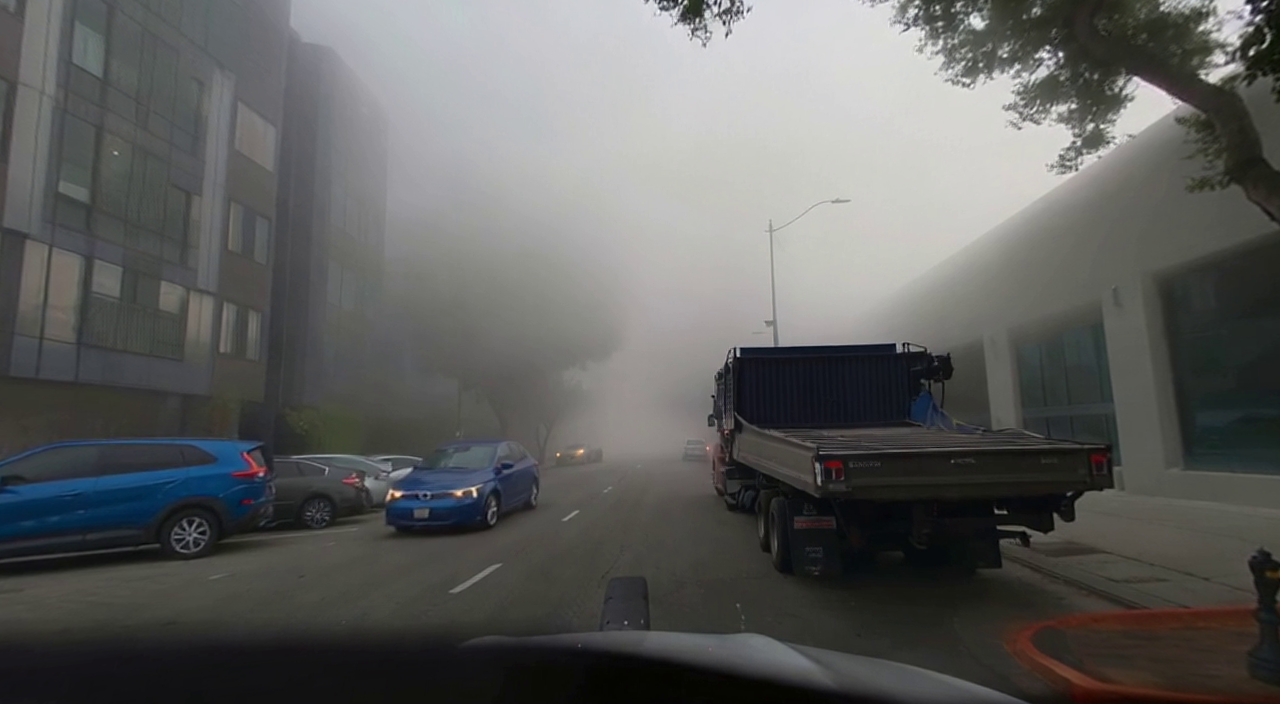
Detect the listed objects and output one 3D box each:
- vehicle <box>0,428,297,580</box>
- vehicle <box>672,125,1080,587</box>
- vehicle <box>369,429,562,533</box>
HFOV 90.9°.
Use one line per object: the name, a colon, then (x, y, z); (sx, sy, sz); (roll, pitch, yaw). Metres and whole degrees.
vehicle: (-8.150, 2.092, 9.225); (5.022, 1.872, 2.137); (7, -11, -41)
vehicle: (2.518, 0.780, 11.294); (3.320, 4.034, 11.553); (-1, -8, 6)
vehicle: (-3.086, 2.396, 12.400); (2.311, 1.631, 4.510); (0, -8, 3)
